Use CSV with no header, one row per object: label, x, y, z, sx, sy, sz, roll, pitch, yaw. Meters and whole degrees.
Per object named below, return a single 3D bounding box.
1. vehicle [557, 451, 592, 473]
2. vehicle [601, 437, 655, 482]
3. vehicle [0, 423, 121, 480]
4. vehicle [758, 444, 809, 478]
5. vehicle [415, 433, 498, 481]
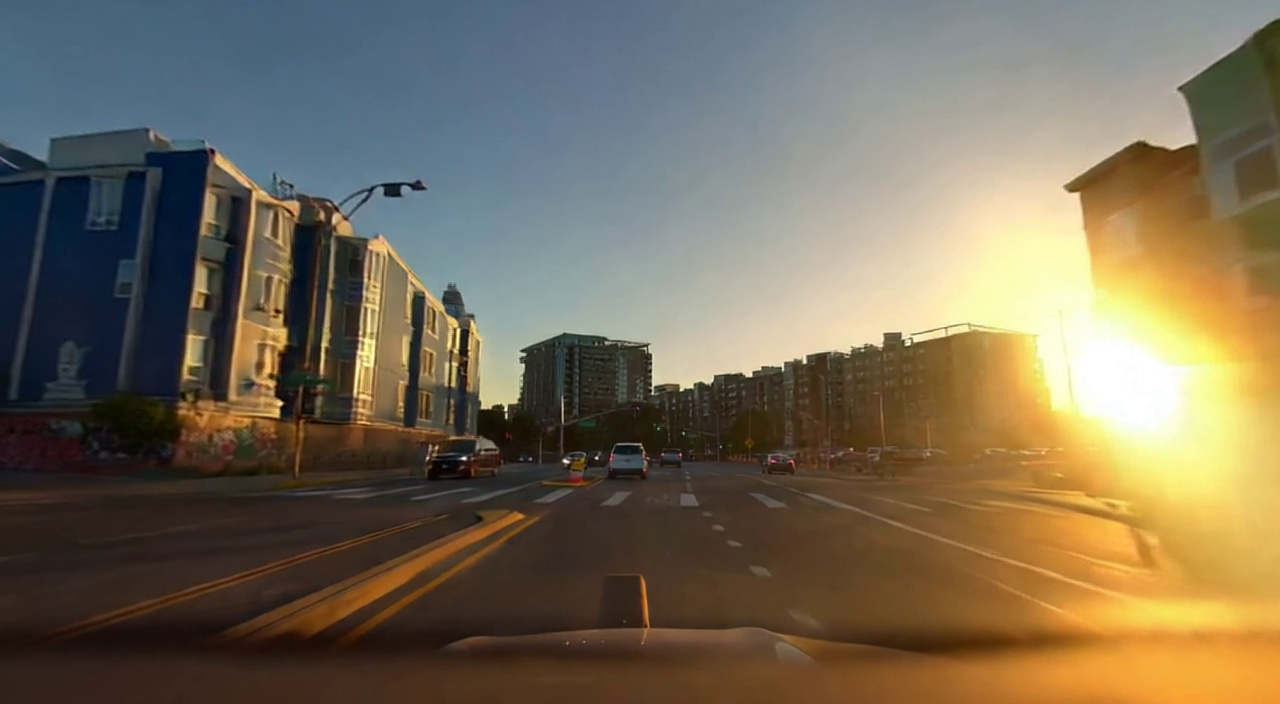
vehicle,-4.847,8.224,47.282,1.973,1.502,4.275,0,-9,3
vehicle,-0.525,4.695,27.817,2.160,1.786,4.702,0,-9,-1
vehicle,-39.185,6.471,41.211,7.491,3.562,2.925,1,-8,-5
vehicle,7.879,5.991,34.992,1.952,1.749,4.311,0,-9,2
vehicle,-8.683,5.016,30.339,2.393,2.059,4.739,0,-9,2
